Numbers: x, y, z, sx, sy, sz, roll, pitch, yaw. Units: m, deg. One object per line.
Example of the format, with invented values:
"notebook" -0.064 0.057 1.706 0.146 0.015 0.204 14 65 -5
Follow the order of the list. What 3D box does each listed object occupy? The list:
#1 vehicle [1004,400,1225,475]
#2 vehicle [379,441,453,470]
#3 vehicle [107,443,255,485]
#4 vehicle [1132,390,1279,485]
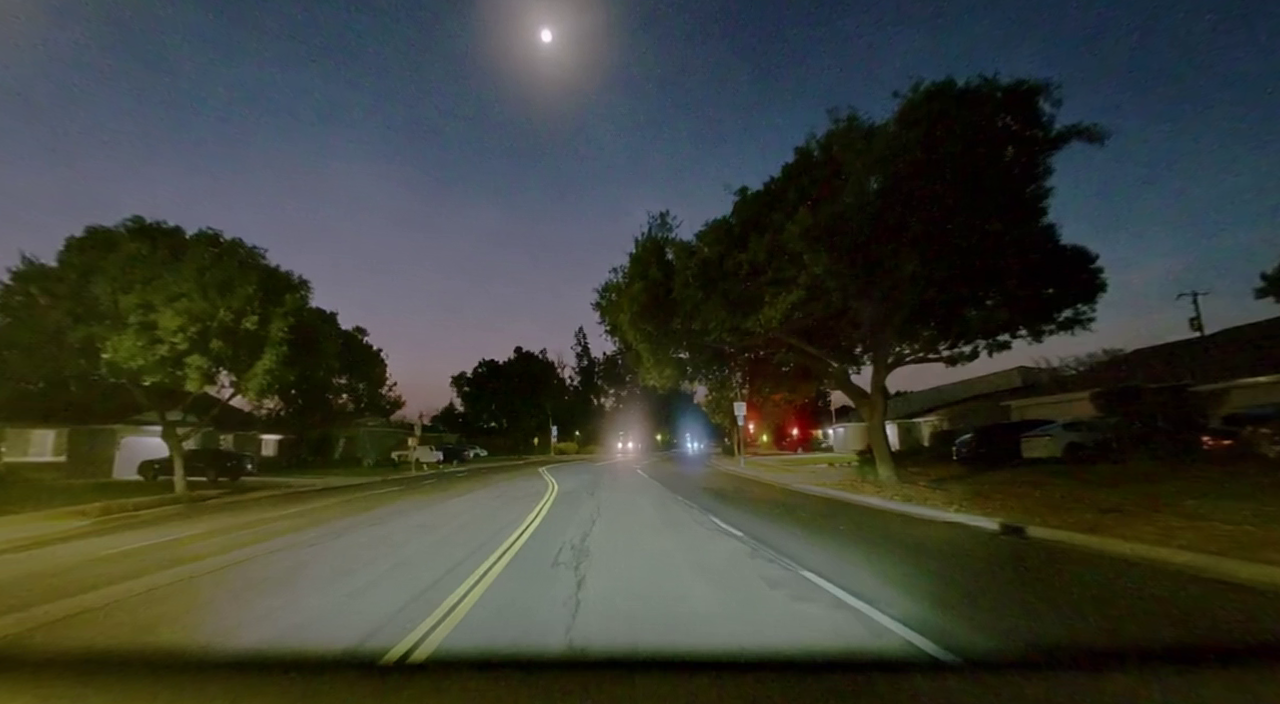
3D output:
"vehicle" 14.140 2.642 19.174 4.733 1.848 1.997 -5 -10 11
"vehicle" -16.114 7.477 45.896 2.418 1.969 6.615 -1 -8 6
"vehicle" -21.535 5.250 29.860 5.166 1.847 2.049 1 -8 -6
"vehicle" 15.608 1.915 14.574 6.117 2.005 2.230 -4 -9 13
